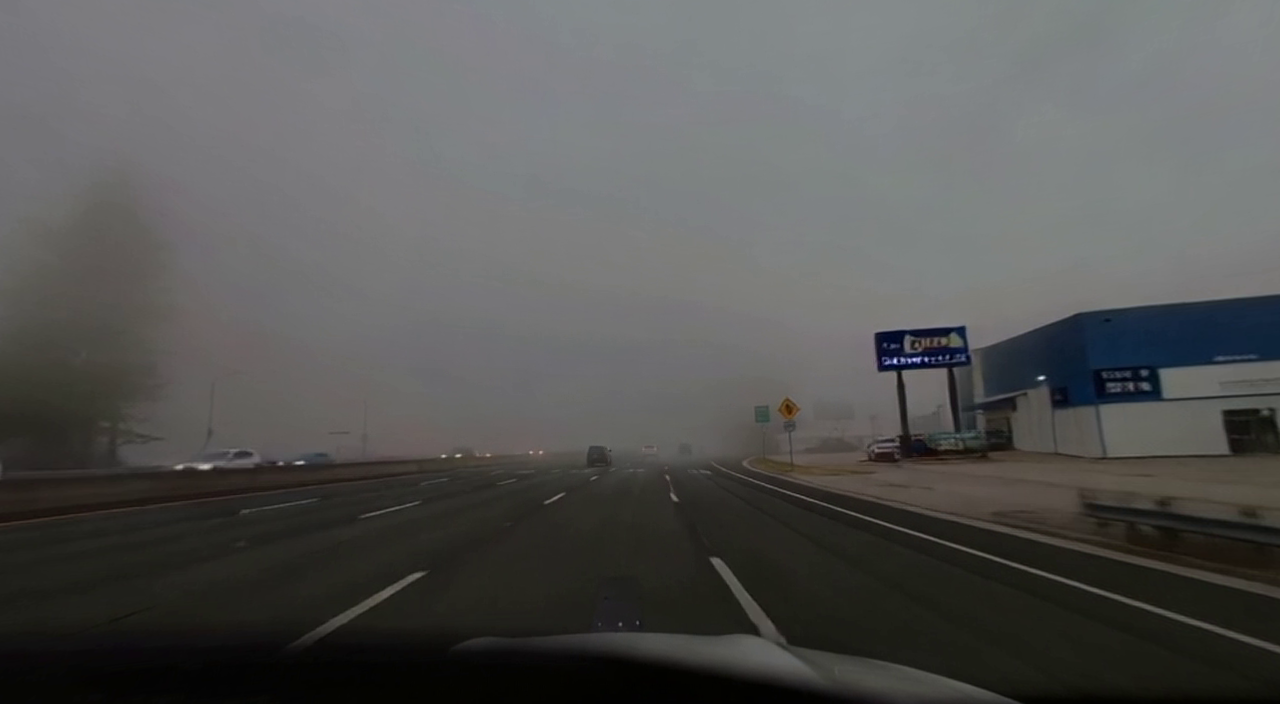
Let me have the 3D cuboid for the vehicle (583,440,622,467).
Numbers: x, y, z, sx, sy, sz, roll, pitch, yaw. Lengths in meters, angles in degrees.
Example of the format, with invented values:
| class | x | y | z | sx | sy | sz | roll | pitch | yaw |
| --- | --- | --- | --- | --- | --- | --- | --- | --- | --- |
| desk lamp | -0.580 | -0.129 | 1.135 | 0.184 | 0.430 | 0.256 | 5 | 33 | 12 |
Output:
| class | x | y | z | sx | sy | sz | roll | pitch | yaw |
| --- | --- | --- | --- | --- | --- | --- | --- | --- | --- |
| vehicle | -2.543 | 7.006 | 43.647 | 2.139 | 1.782 | 4.079 | -1 | -9 | 4 |

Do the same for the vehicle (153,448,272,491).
| class | x | y | z | sx | sy | sz | roll | pitch | yaw |
| --- | --- | --- | --- | --- | --- | --- | --- | --- | --- |
| vehicle | -18.507 | 5.060 | 27.641 | 1.958 | 1.678 | 4.390 | 0 | -9 | 2 |
